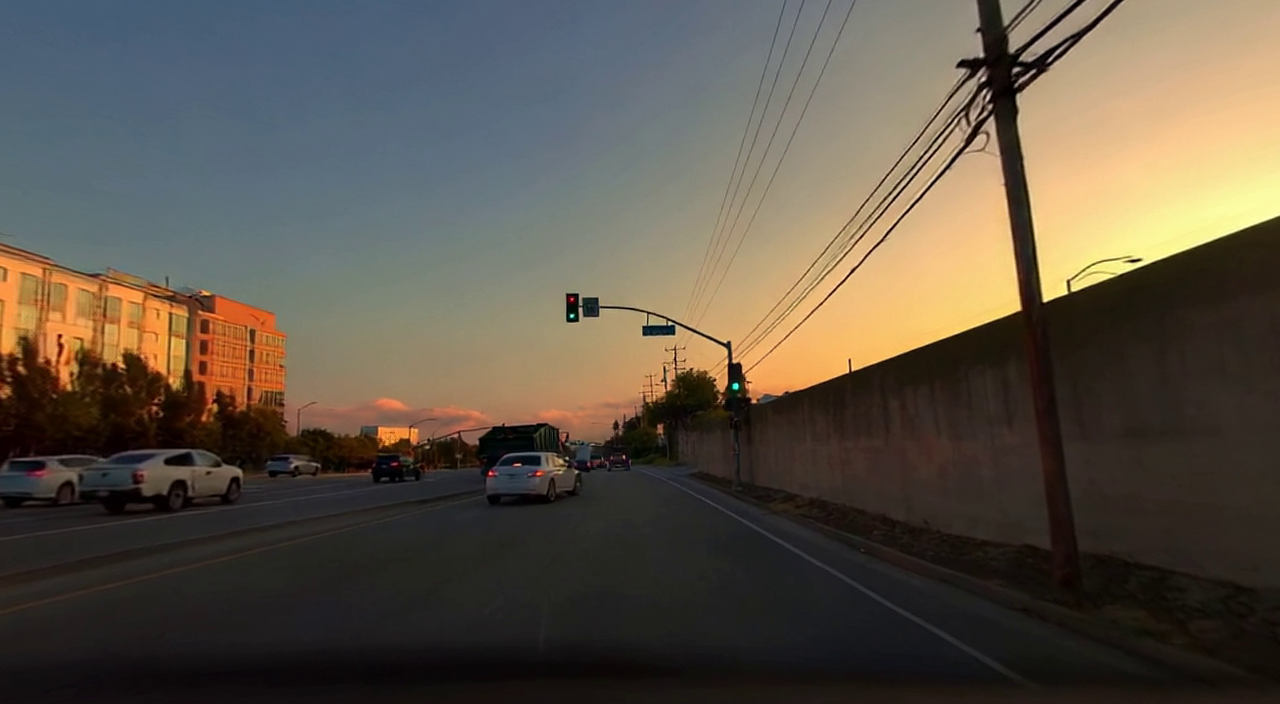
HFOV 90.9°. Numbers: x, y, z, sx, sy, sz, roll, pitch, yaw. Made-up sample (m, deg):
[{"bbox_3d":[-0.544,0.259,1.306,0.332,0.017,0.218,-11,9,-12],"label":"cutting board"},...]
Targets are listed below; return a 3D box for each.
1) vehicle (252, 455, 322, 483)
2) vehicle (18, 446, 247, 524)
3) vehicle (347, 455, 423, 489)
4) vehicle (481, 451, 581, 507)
[{"bbox_3d":[-23.594,7.812,42.409,1.891,1.696,4.613,-1,-8,2],"label":"vehicle"},{"bbox_3d":[-13.248,3.440,17.014,2.096,1.773,4.751,-1,-9,2],"label":"vehicle"},{"bbox_3d":[-12.557,5.922,31.405,1.905,1.492,4.151,-1,-8,2],"label":"vehicle"},{"bbox_3d":[-3.231,3.897,19.866,2.019,1.480,4.966,-1,-8,3],"label":"vehicle"}]
